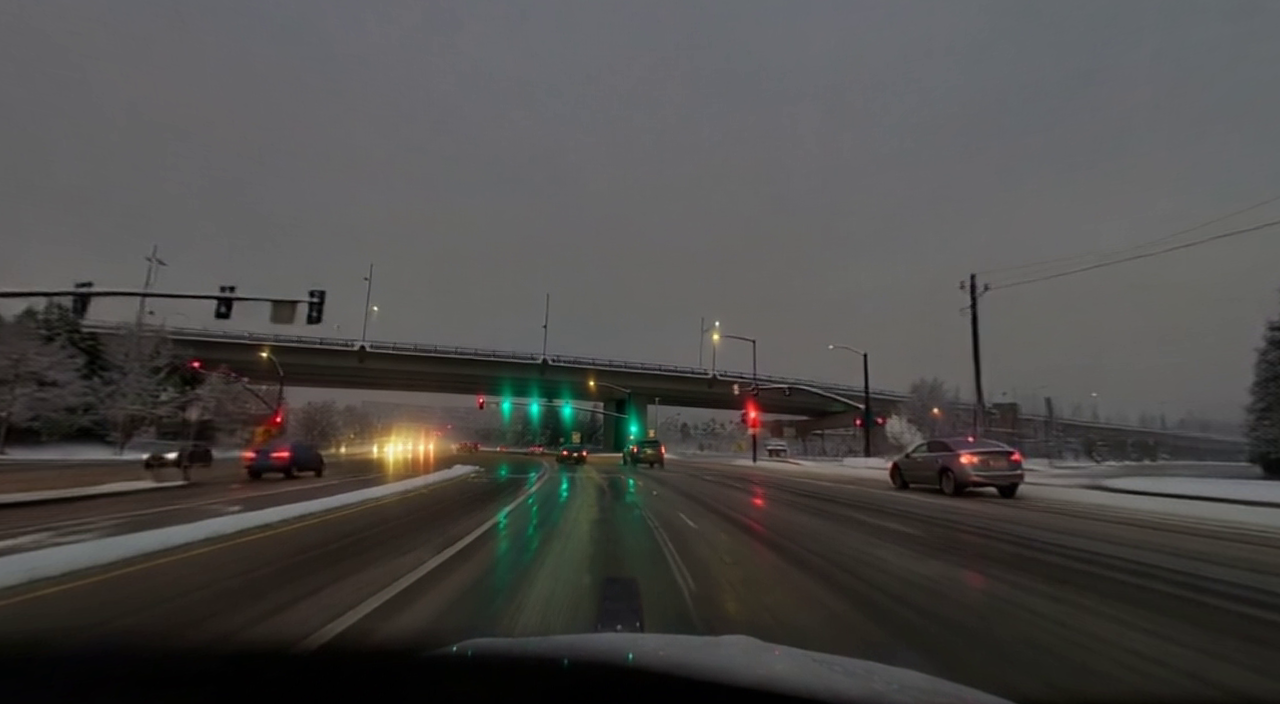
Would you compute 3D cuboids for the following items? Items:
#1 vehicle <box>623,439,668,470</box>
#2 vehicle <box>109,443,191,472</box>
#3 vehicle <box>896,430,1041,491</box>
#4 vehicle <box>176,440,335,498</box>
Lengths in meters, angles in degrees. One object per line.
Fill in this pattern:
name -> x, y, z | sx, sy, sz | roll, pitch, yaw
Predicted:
vehicle -> 0.251, 6.015, 37.324 | 2.024, 1.724, 3.928 | 1, -9, -8
vehicle -> -30.055, 6.468, 38.931 | 1.873, 1.627, 4.459 | 1, -9, -8
vehicle -> 10.461, 3.488, 20.637 | 2.130, 1.741, 4.665 | 0, -9, -1
vehicle -> -12.169, 3.699, 20.469 | 2.399, 1.624, 4.585 | 0, -9, -3
